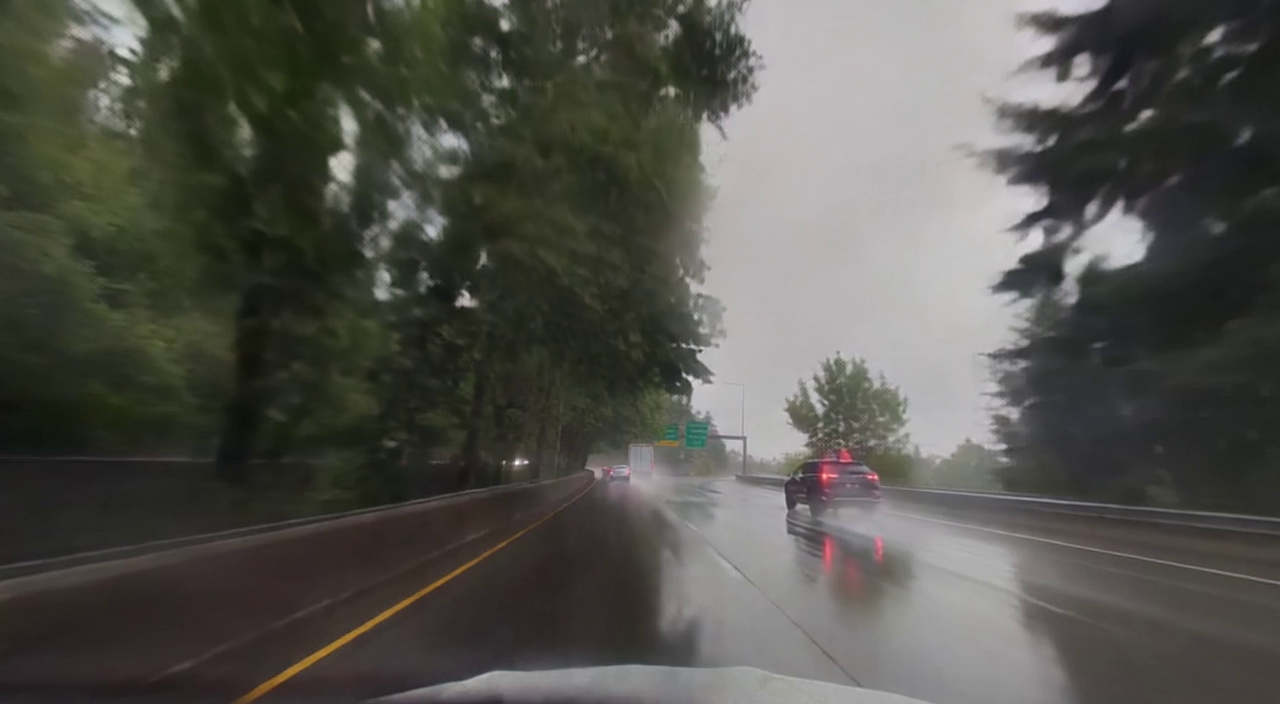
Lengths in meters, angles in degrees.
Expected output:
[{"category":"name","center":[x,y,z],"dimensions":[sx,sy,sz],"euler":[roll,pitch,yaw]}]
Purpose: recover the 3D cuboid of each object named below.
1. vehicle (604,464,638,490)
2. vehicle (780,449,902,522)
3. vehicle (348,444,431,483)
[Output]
[{"category":"vehicle","center":[-1.194,7.654,38.802],"dimensions":[1.987,1.467,3.903],"euler":[2,-10,-2]},{"category":"vehicle","center":[5.654,3.845,18.482],"dimensions":[1.998,1.776,4.663],"euler":[2,-10,-1]},{"category":"vehicle","center":[-11.704,5.295,29.848],"dimensions":[1.952,1.618,4.859],"euler":[2,-10,-1]}]
